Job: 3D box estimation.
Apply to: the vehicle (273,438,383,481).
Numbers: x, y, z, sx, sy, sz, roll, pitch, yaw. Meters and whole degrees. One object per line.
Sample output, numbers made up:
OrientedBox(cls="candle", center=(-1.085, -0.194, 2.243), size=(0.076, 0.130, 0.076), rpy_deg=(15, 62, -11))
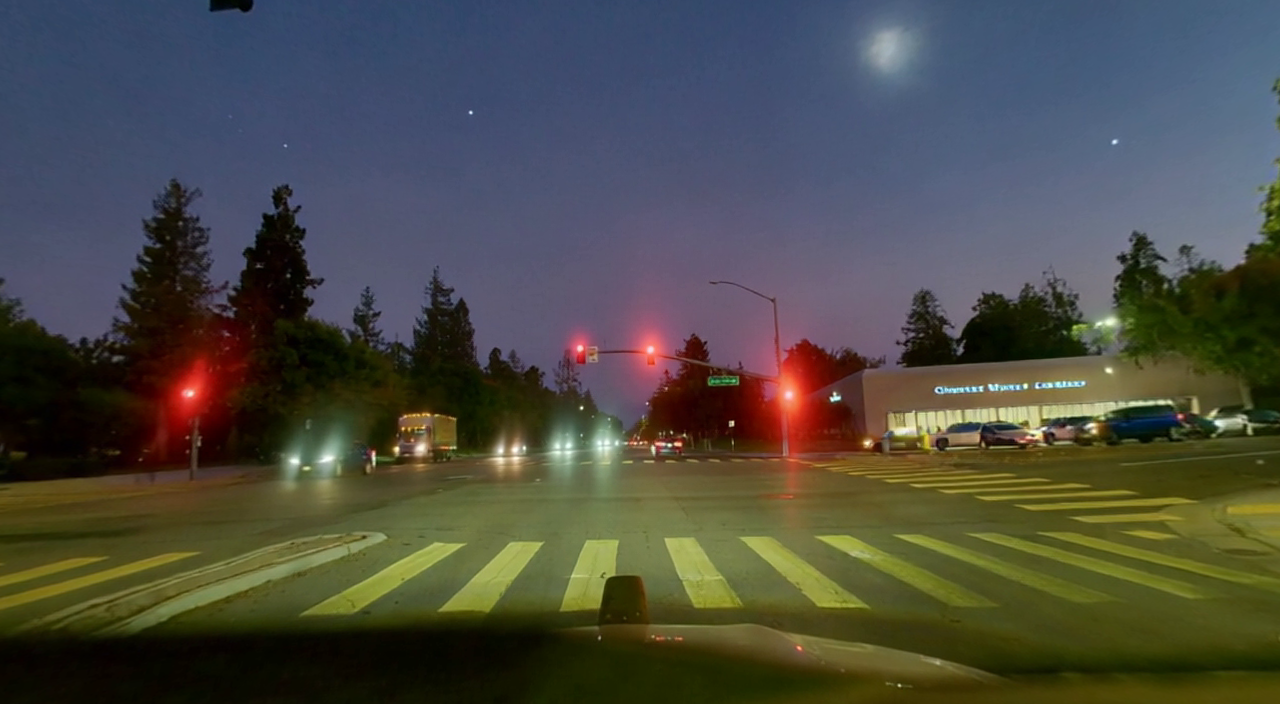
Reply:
OrientedBox(cls="vehicle", center=(-11.938, 4.138, 24.529), size=(1.996, 1.489, 4.566), rpy_deg=(0, -8, -1))

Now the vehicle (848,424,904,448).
OrientedBox(cls="vehicle", center=(17.367, 6.227, 46.524), size=(3.329, 1.415, 1.821), rpy_deg=(-6, -9, 2))

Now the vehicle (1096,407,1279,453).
OrientedBox(cls="vehicle", center=(18.102, 2.578, 20.577), size=(4.994, 1.416, 1.783), rpy_deg=(0, -8, 1))

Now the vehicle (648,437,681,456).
OrientedBox(cls="vehicle", center=(1.854, 7.395, 49.334), size=(1.884, 1.419, 4.448), rpy_deg=(1, -9, -7))

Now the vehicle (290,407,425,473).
OrientedBox(cls="vehicle", center=(-16.662, 5.434, 38.568), size=(3.161, 3.455, 11.058), rpy_deg=(0, -8, 0))

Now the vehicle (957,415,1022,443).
OrientedBox(cls="vehicle", center=(23.251, 5.205, 42.084), size=(1.930, 1.761, 3.911), rpy_deg=(0, -8, -2))
